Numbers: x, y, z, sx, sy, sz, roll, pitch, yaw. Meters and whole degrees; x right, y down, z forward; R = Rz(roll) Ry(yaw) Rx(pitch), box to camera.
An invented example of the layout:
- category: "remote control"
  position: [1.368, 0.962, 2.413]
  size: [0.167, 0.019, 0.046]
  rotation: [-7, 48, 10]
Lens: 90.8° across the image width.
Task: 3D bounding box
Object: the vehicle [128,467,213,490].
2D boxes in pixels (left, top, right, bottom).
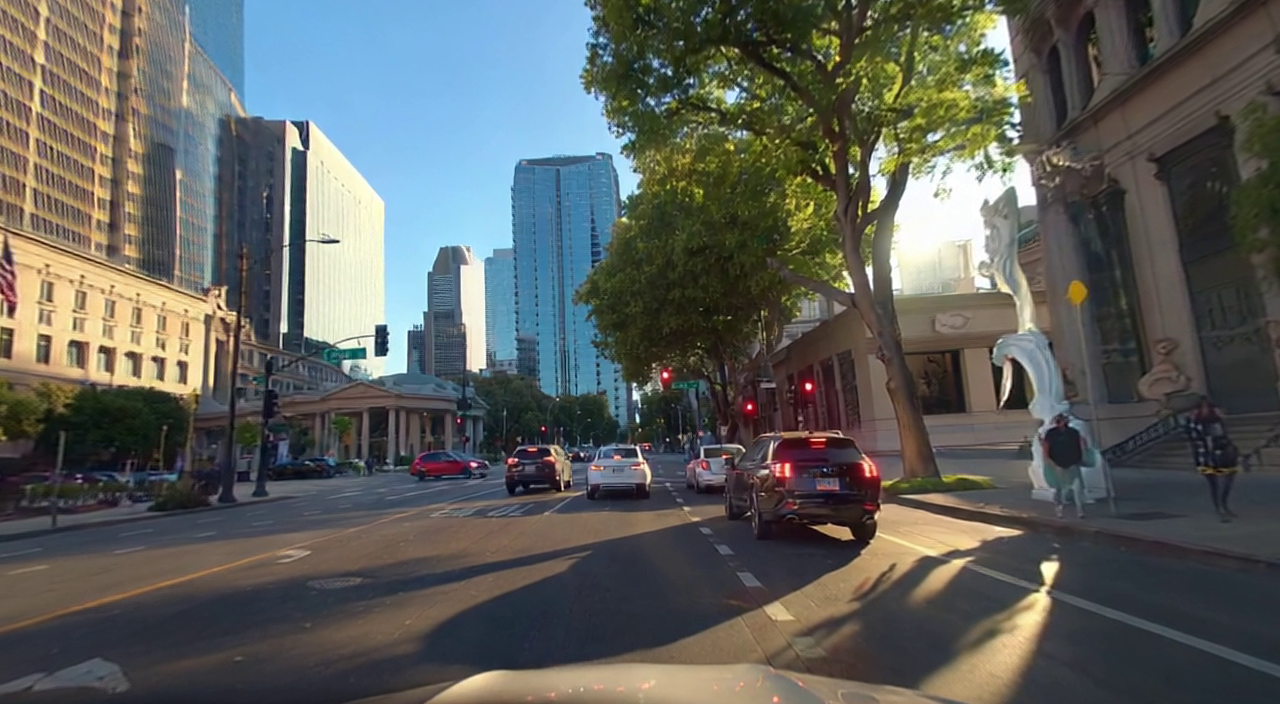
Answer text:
- category: "vehicle"
  position: [-32.436, 8.729, 43.705]
  size: [4.392, 1.427, 1.764]
  rotation: [0, -9, 0]

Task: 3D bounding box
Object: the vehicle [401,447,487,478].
- category: "vehicle"
  position: [-11.947, 6.747, 38.664]
  size: [4.855, 1.769, 2.071]
  rotation: [3, -9, -18]

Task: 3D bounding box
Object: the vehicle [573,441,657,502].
- category: "vehicle"
  position: [-0.646, 3.282, 17.785]
  size: [2.096, 1.492, 4.071]
  rotation: [0, -9, -1]

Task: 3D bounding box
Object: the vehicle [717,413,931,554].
- category: "vehicle"
  position: [2.620, 2.022, 10.354]
  size: [2.096, 1.775, 4.440]
  rotation: [0, -9, -1]

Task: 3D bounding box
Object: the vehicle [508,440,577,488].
- category: "vehicle"
  position: [-3.608, 4.243, 24.206]
  size: [2.045, 1.633, 4.864]
  rotation: [0, -9, -2]

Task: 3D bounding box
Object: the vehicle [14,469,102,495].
- category: "vehicle"
  position: [-40.234, 8.992, 43.739]
  size: [4.224, 1.622, 1.808]
  rotation: [0, -9, -1]
